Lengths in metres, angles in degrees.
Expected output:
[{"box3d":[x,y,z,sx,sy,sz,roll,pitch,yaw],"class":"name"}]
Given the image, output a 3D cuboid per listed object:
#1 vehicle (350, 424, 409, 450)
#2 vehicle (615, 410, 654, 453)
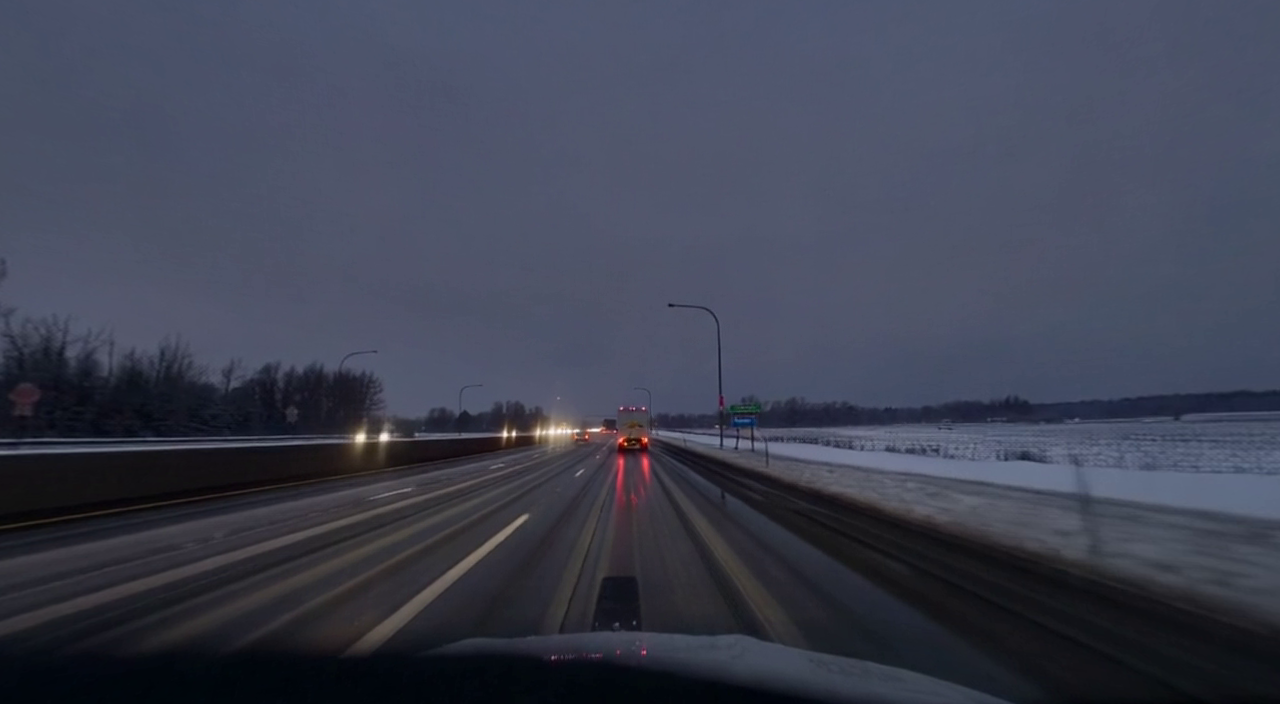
[{"box3d":[-15.684,5.144,38.055,1.900,1.447,3.883,0,-8,-1],"class":"vehicle"},{"box3d":[-0.475,5.549,43.636,2.418,2.704,6.445,0,-8,-2],"class":"vehicle"}]
